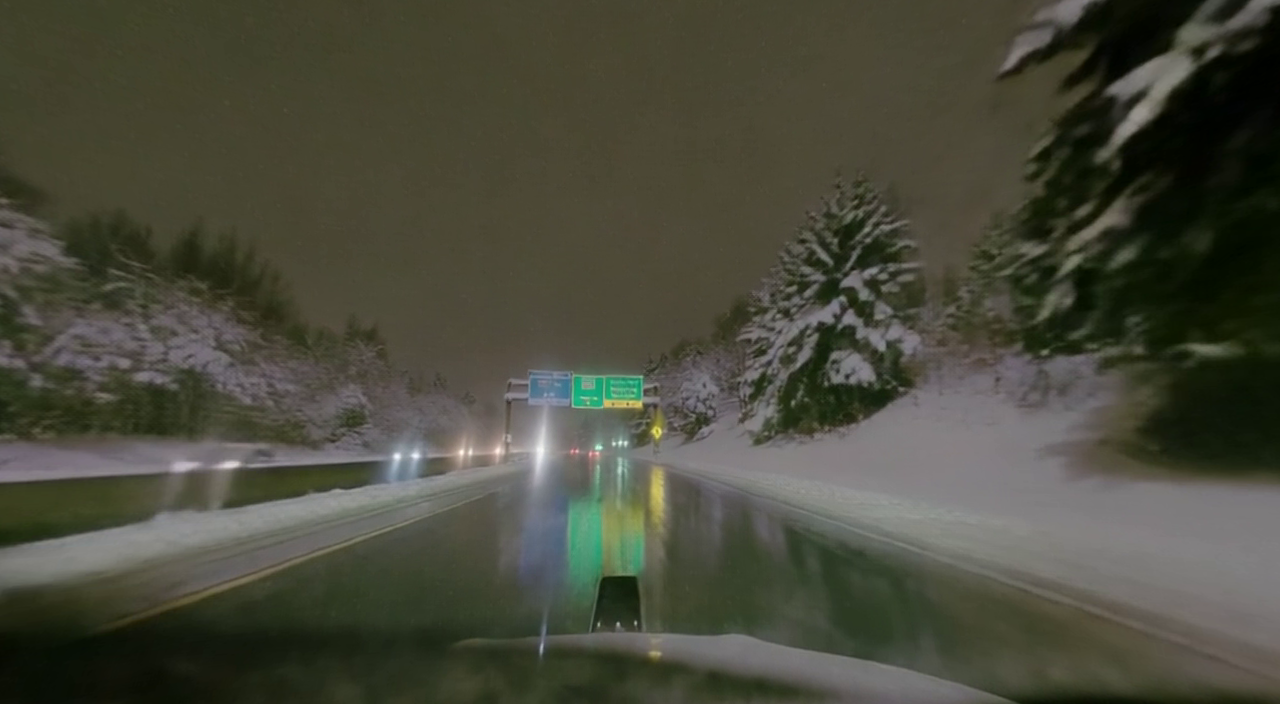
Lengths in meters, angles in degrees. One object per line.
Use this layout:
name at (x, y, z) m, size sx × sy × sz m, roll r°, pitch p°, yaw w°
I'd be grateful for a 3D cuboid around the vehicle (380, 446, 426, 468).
vehicle at (-17.036, 7.538, 45.250) m, size 1.821 × 1.465 × 4.446 m, roll 0°, pitch -9°, yaw -3°

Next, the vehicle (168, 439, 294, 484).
vehicle at (-15.444, 4.147, 24.001) m, size 1.916 × 1.524 × 4.522 m, roll 0°, pitch -9°, yaw -3°
